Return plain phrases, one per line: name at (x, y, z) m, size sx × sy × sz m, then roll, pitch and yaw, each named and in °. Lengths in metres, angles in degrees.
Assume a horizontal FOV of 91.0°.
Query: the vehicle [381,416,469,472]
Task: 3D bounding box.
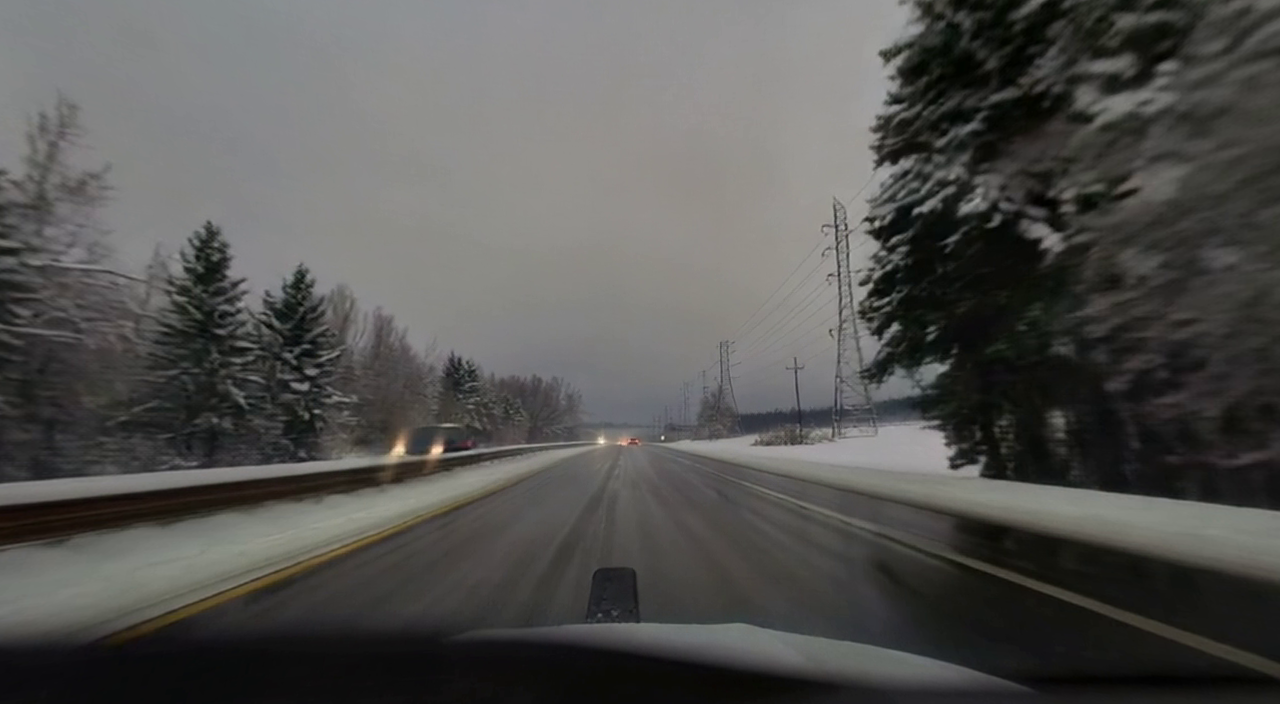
vehicle at (-9.875, 4.294, 29.459) m, size 2.249 × 2.323 × 5.638 m, roll 0°, pitch -8°, yaw -2°
